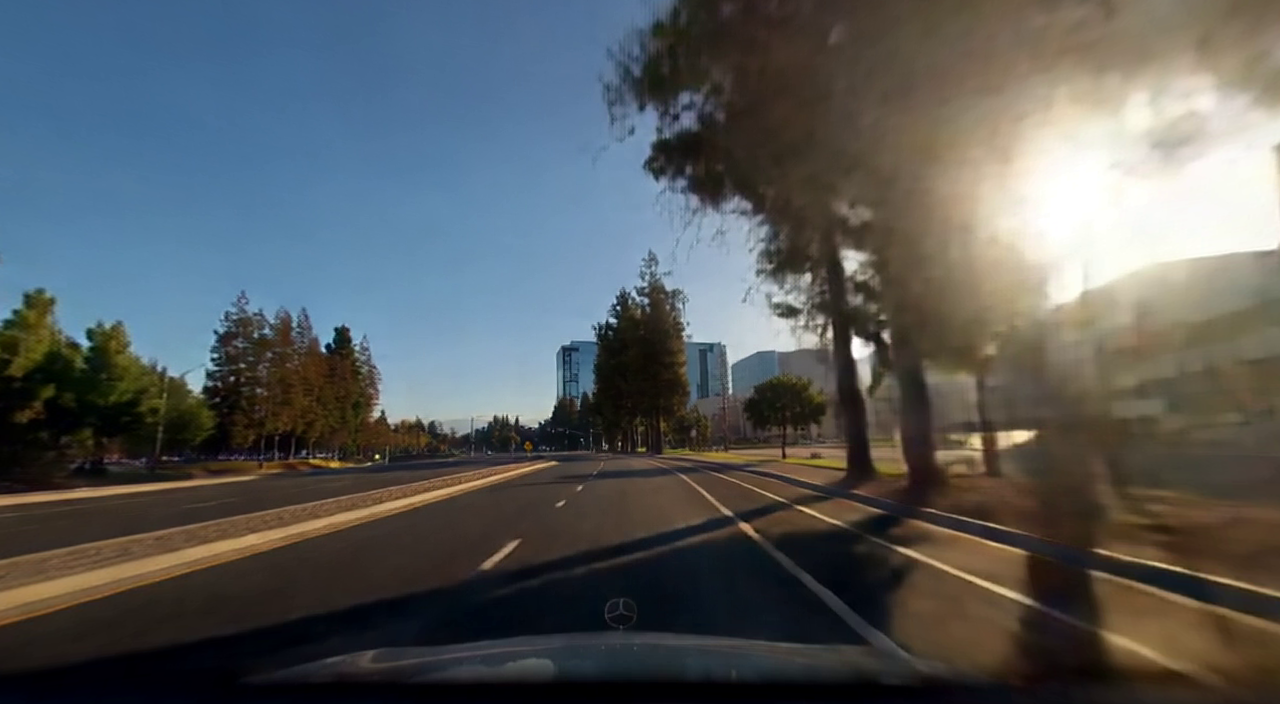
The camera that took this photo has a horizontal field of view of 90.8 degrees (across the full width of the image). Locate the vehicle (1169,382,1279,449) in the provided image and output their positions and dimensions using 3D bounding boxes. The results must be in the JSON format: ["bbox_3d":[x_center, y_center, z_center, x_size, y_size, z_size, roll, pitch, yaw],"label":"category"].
[{"bbox_3d":[29.525,2.934,28.607,8.483,2.834,2.843,0,-8,0],"label":"vehicle"}]
